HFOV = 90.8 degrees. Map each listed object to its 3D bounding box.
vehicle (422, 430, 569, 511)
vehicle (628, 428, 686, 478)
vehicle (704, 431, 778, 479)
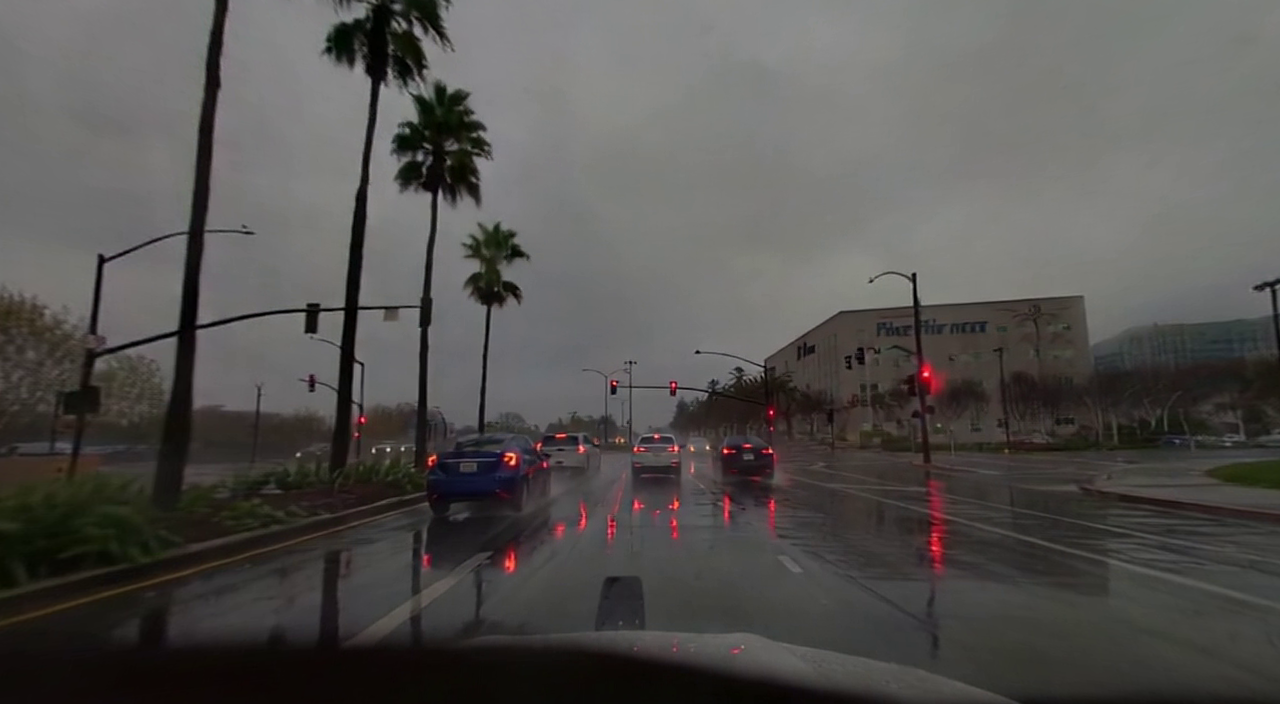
[{"bbox_3d":[-2.943,2.548,14.050,1.962,1.480,4.605,-1,-8,3],"label":"vehicle"},{"bbox_3d":[0.644,3.872,24.453,2.060,1.730,4.257,0,-8,1],"label":"vehicle"},{"bbox_3d":[3.538,3.694,22.798,1.936,1.567,3.896,0,-9,-1],"label":"vehicle"}]
